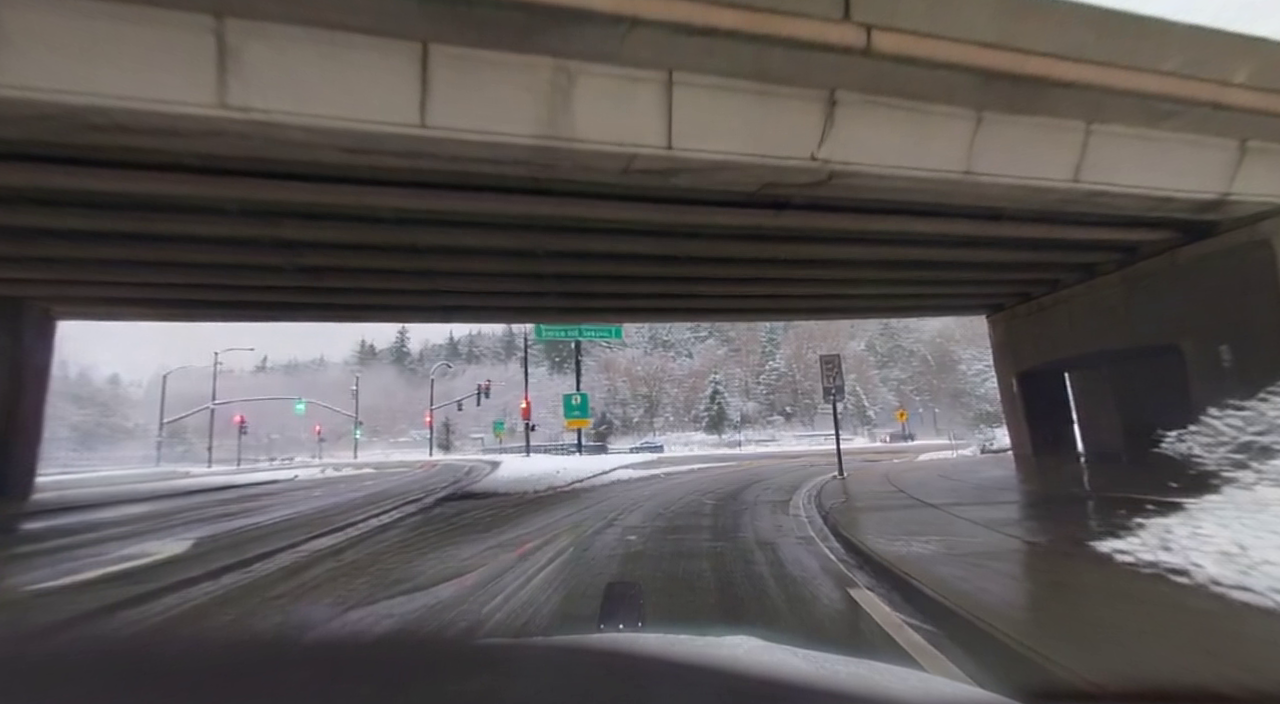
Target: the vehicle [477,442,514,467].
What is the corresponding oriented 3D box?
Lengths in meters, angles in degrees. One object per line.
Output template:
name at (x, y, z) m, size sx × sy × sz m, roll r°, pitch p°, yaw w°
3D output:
vehicle at (-10.317, 7.375, 45.364) m, size 2.126 × 1.717 × 4.409 m, roll 1°, pitch -9°, yaw -7°
